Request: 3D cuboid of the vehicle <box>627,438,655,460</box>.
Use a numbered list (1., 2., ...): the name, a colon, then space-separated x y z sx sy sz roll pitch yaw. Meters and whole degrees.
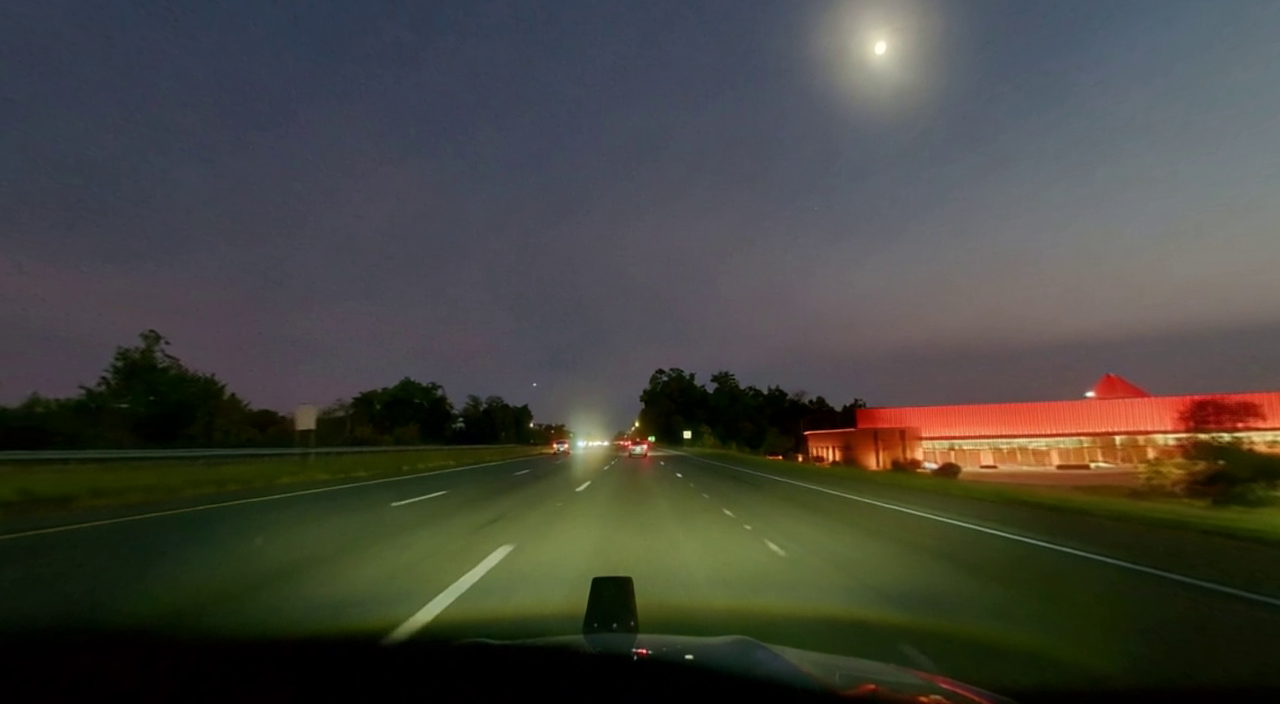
1. vehicle: 0.038 7.502 48.892 2.073 1.635 4.195 0 -9 0
